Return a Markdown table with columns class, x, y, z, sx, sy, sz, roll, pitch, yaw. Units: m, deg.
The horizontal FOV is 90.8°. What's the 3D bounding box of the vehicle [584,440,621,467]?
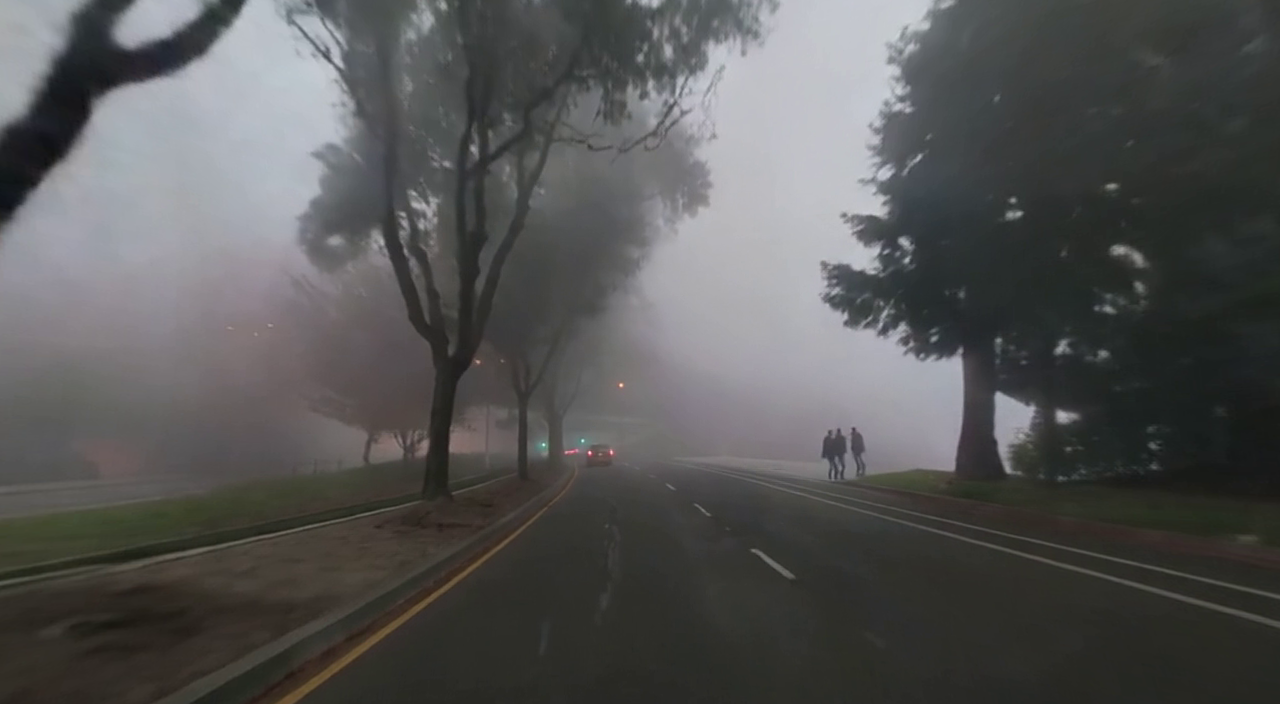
| class | x | y | z | sx | sy | sz | roll | pitch | yaw |
| --- | --- | --- | --- | --- | --- | --- | --- | --- | --- |
| vehicle | -2.607 | 6.878 | 43.072 | 2.184 | 1.713 | 4.231 | 1 | -9 | -8 |
